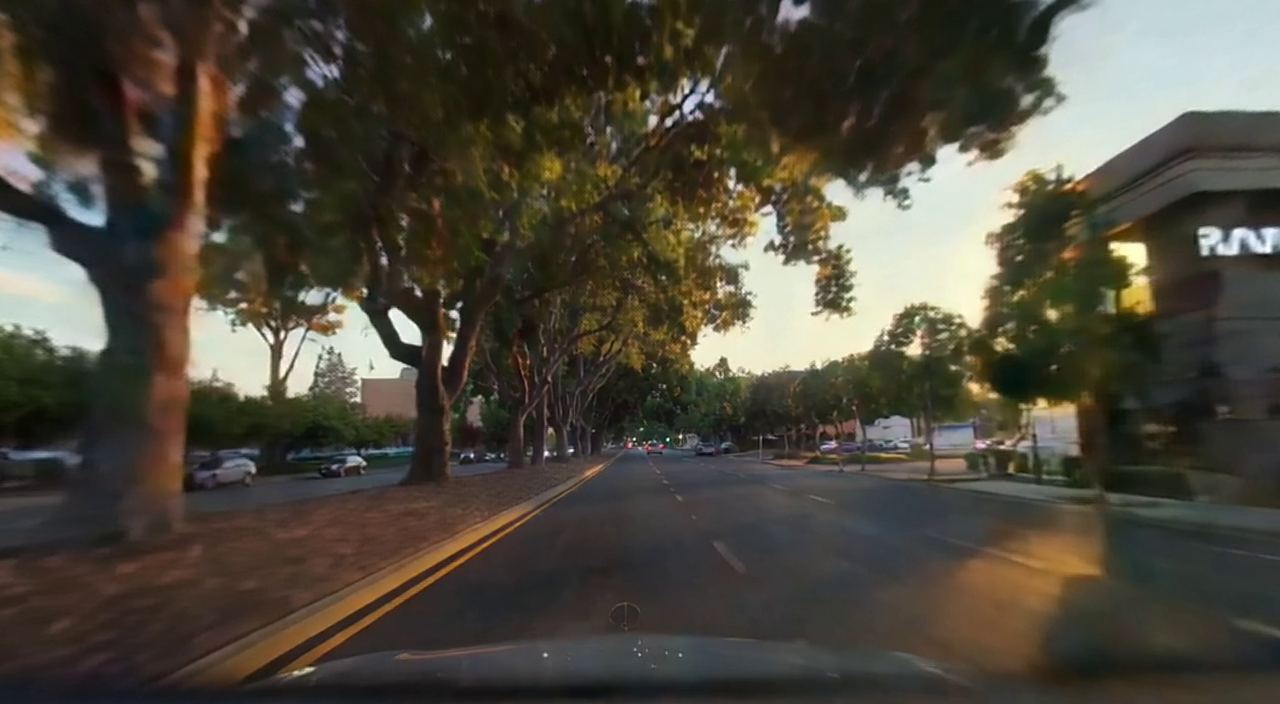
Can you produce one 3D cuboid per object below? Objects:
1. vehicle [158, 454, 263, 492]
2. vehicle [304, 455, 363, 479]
[{"bbox_3d":[-21.977,6.173,32.571,1.922,1.738,4.556,-1,-9,5],"label":"vehicle"},{"bbox_3d":[-21.414,8.049,44.398,1.847,1.454,4.413,-1,-9,1],"label":"vehicle"}]
